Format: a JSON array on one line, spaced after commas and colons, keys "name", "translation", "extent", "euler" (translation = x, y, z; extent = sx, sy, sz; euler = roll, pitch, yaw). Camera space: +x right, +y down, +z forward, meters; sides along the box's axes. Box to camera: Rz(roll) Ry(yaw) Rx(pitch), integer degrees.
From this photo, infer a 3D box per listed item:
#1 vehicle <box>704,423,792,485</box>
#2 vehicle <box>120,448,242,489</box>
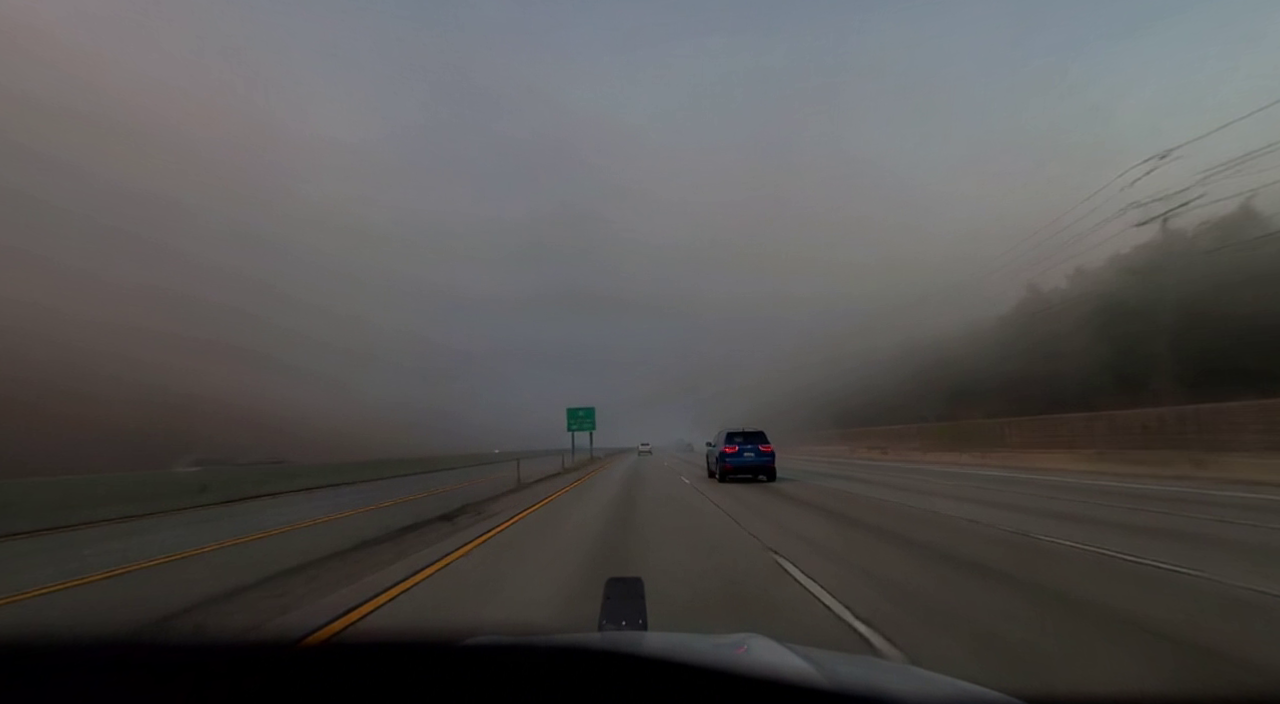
[{"name": "vehicle", "translation": [3.492, 3.395, 21.296], "extent": [2.120, 1.832, 4.287], "euler": [0, -8, -1]}, {"name": "vehicle", "translation": [-17.994, 4.543, 24.961], "extent": [2.039, 1.458, 3.724], "euler": [0, -8, -1]}]
